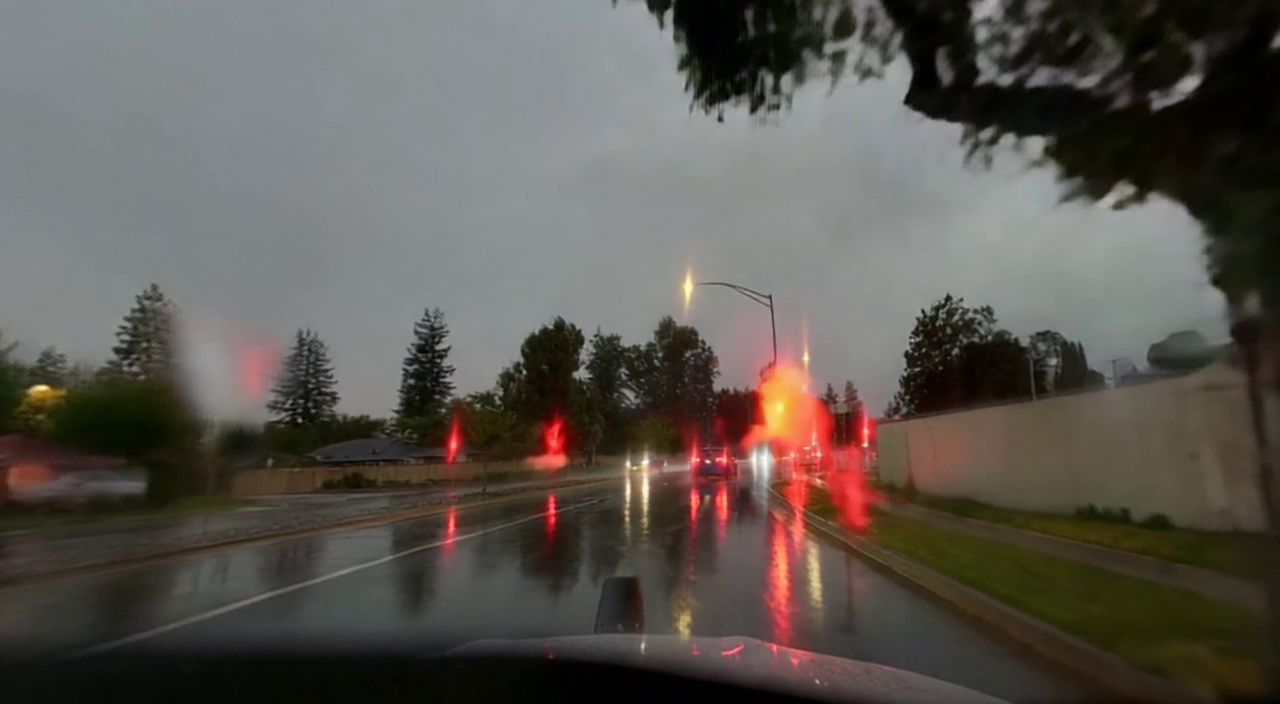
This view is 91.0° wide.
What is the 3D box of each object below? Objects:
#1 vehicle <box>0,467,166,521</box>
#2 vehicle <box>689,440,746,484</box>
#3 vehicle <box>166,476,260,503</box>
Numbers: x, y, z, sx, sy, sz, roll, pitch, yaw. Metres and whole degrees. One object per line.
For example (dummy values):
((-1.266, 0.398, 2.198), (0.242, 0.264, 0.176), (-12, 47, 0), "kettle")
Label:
((-24.329, 6.149, 27.734), (2.332, 1.896, 5.688), (0, -8, 1), "vehicle")
((3.855, 5.254, 30.423), (2.059, 1.908, 4.714), (-2, -9, 15), "vehicle")
((-29.706, 9.571, 43.916), (4.697, 1.691, 2.486), (0, -8, -3), "vehicle")
